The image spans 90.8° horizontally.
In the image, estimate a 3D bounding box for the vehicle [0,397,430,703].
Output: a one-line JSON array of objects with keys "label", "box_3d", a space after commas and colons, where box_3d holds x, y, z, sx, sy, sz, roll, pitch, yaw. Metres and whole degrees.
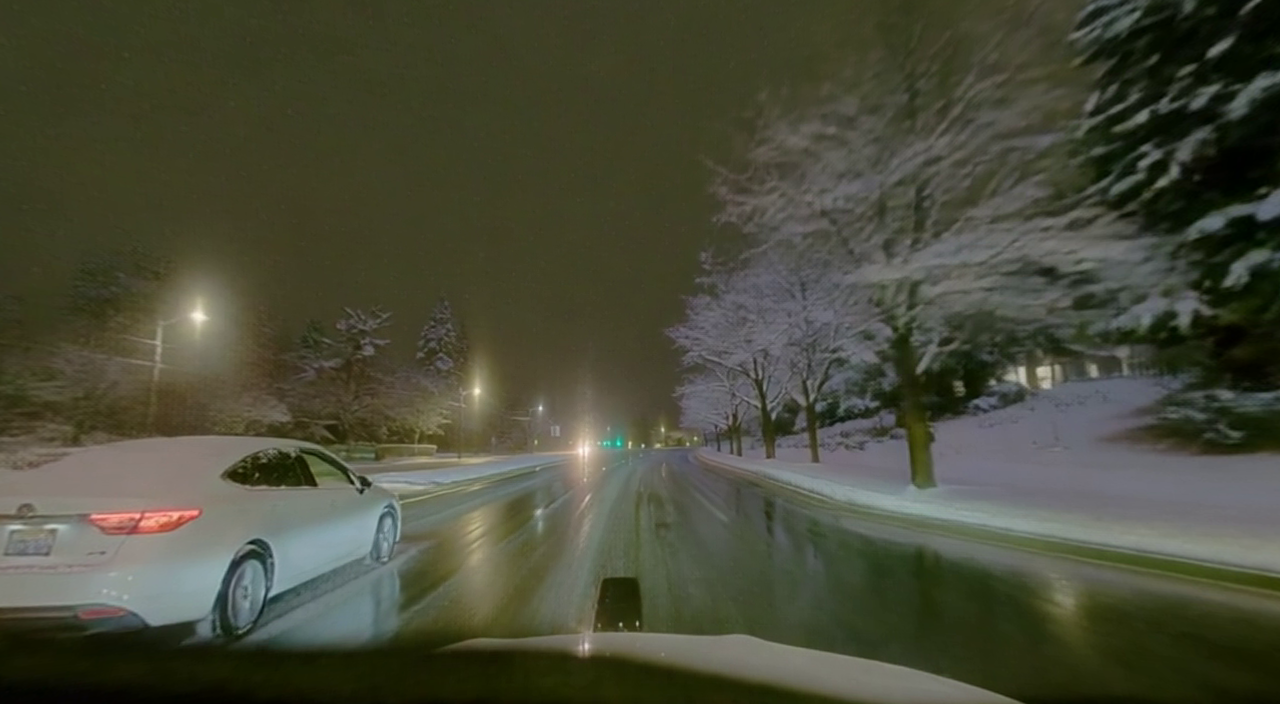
[{"label": "vehicle", "box_3d": [-3.408, 1.283, 5.104, 1.915, 1.521, 4.283, 0, -8, 0]}]
